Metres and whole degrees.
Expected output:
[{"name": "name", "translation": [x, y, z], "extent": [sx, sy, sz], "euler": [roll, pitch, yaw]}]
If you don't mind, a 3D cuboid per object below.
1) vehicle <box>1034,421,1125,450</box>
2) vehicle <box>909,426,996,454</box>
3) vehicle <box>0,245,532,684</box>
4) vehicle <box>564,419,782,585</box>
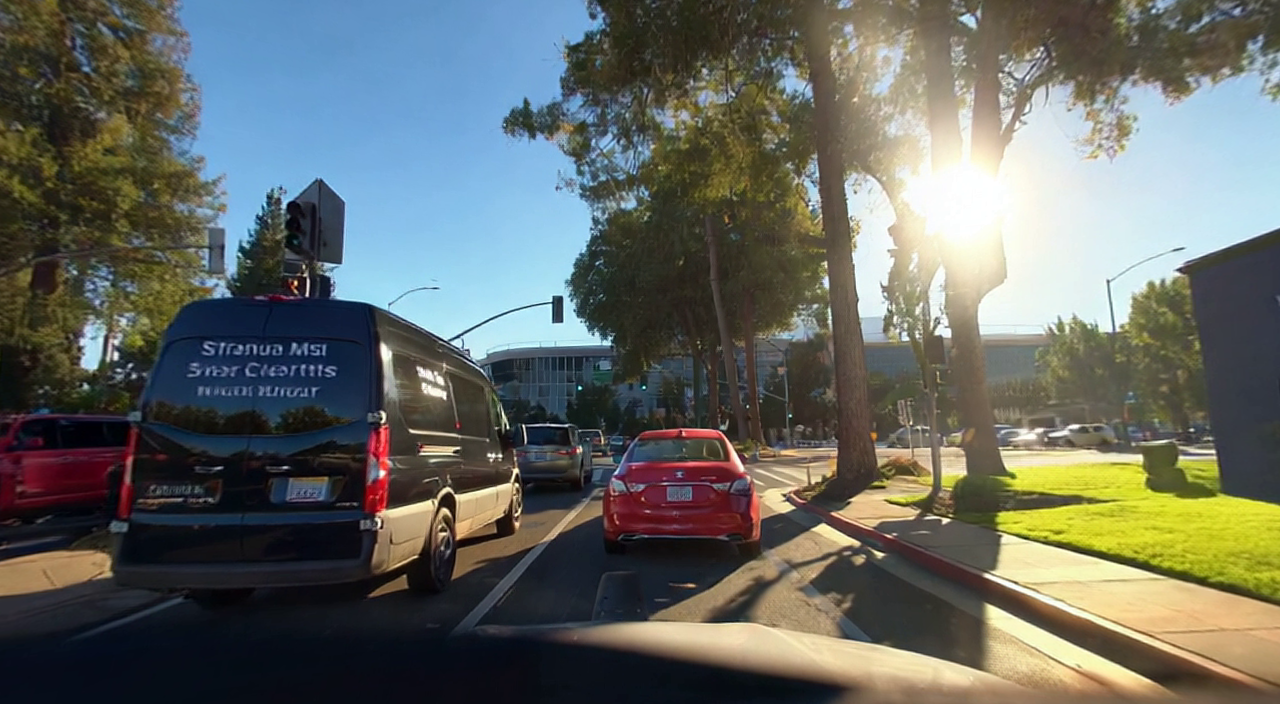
[{"name": "vehicle", "translation": [32.037, 6.093, 45.950], "extent": [5.084, 2.041, 2.360], "euler": [1, -8, -9]}, {"name": "vehicle", "translation": [21.981, 6.200, 44.293], "extent": [5.021, 1.848, 2.210], "euler": [1, -8, -9]}, {"name": "vehicle", "translation": [-3.070, 1.125, 7.243], "extent": [2.555, 3.035, 5.702], "euler": [0, -8, 1]}, {"name": "vehicle", "translation": [0.572, 1.955, 9.123], "extent": [2.398, 1.773, 4.254], "euler": [-1, -8, 6]}]
